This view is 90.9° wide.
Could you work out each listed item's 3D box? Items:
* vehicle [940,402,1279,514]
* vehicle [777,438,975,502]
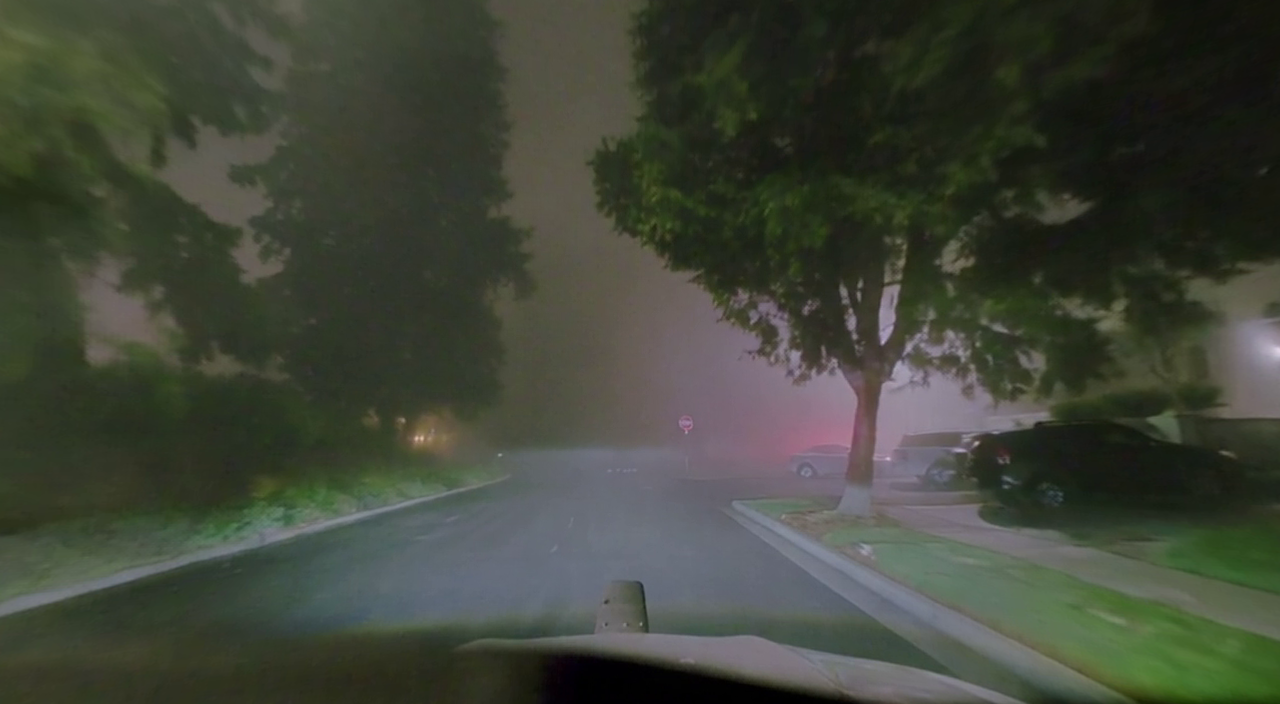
[{"bbox_3d":[9.397,2.148,12.985,5.239,1.933,2.131,-2,-9,-1],"label":"vehicle"},{"bbox_3d":[5.727,2.885,15.713,4.229,1.402,1.811,1,-8,1],"label":"vehicle"}]
